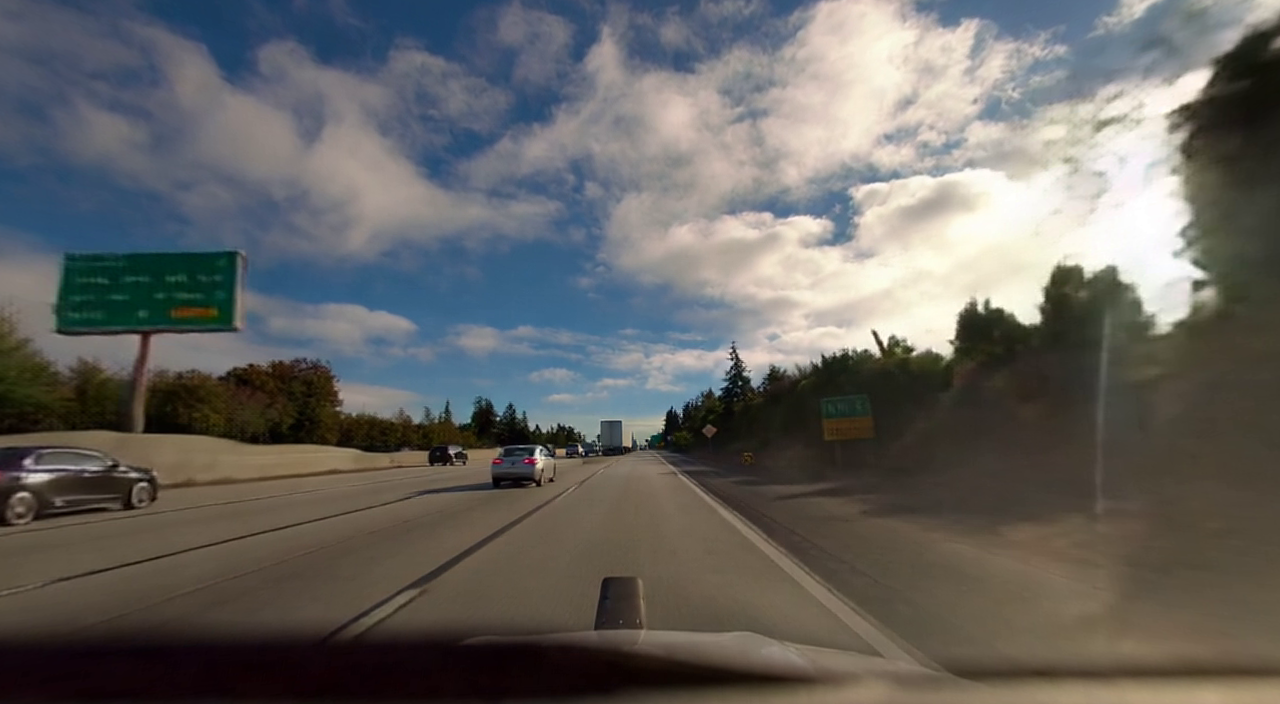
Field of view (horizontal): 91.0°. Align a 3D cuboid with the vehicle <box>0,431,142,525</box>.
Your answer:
[{"bbox_3d":[-11.125,2.025,10.232,1.920,1.476,4.973,0,-8,1],"label":"vehicle"}]

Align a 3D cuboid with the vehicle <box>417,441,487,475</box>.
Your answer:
[{"bbox_3d":[-9.084,5.140,30.871,2.036,1.506,4.358,0,-8,1],"label":"vehicle"}]

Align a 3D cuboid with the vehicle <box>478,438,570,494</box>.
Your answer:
[{"bbox_3d":[-3.452,3.469,19.590,1.931,1.528,4.126,0,-8,2],"label":"vehicle"}]
